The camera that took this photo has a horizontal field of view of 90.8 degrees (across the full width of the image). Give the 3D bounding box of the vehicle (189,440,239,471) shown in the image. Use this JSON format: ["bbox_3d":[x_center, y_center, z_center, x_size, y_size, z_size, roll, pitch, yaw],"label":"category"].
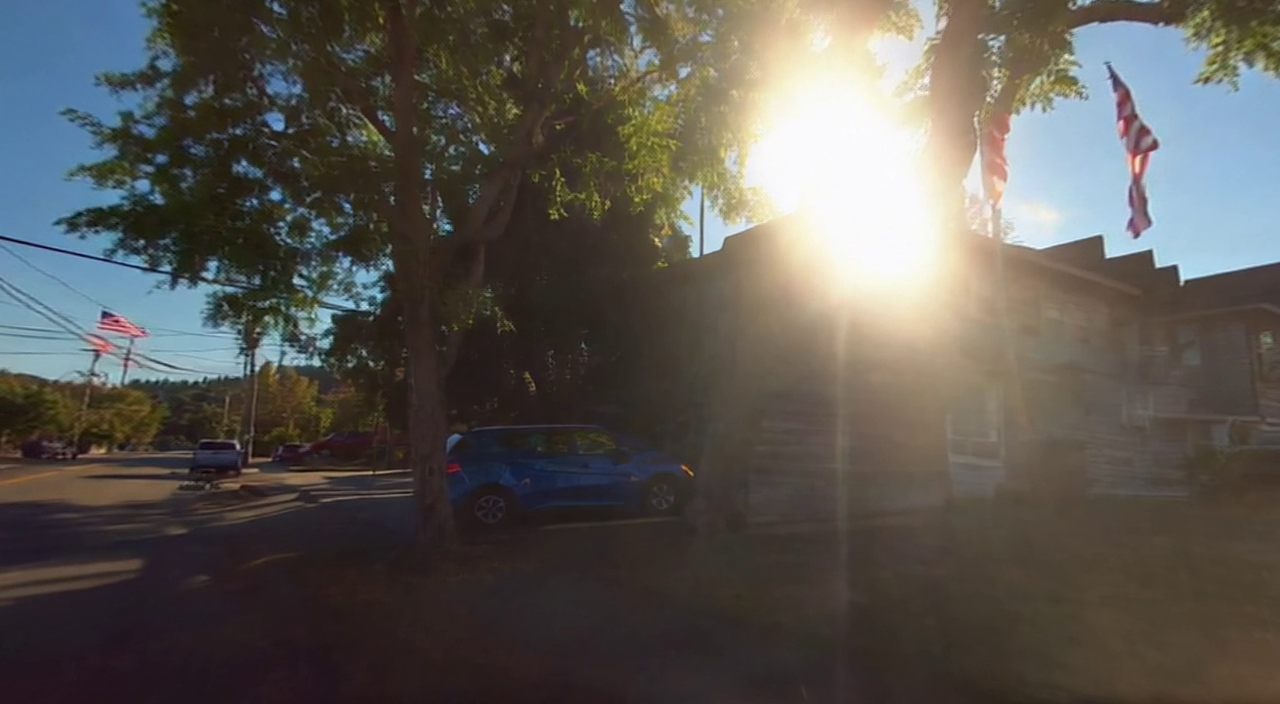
[{"bbox_3d":[-22.267,5.404,33.070,1.941,1.460,4.206,5,-11,-33],"label":"vehicle"}]

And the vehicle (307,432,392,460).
[{"bbox_3d":[-19.176,6.178,41.732,4.767,1.735,1.920,5,-11,-34],"label":"vehicle"}]
